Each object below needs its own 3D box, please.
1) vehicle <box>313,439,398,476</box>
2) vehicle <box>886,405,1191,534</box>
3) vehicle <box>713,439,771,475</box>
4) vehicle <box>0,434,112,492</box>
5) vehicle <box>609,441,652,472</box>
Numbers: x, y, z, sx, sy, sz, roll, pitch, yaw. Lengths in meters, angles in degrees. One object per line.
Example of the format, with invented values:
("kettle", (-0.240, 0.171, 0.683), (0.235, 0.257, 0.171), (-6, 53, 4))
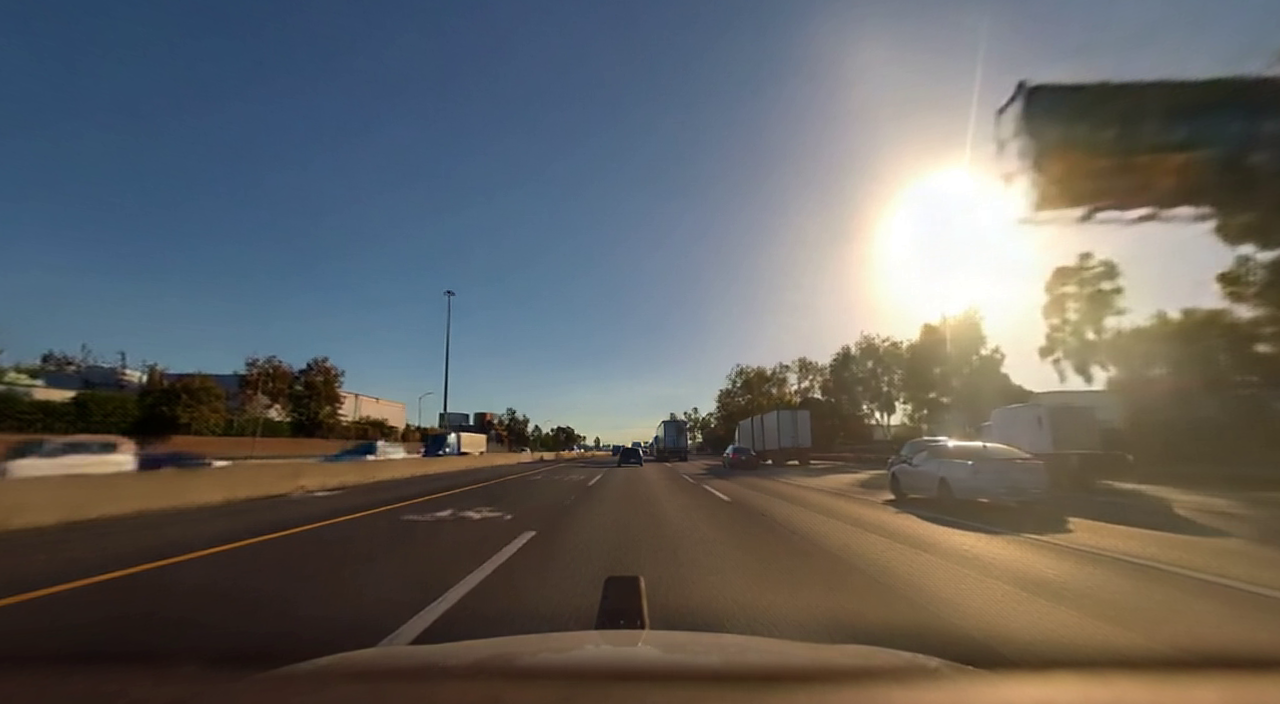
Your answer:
("vehicle", (-12.452, 4.662, 27.961), (1.841, 1.498, 4.055), (0, -9, 0))
("vehicle", (7.354, 2.272, 12.790), (2.369, 2.007, 5.700), (0, -9, -1))
("vehicle", (5.016, 5.245, 31.709), (2.154, 1.658, 4.347), (0, -9, 0))
("vehicle", (-20.230, 3.491, 19.984), (2.104, 1.695, 5.702), (0, -9, 0))
("vehicle", (-0.504, 5.699, 34.501), (2.163, 1.551, 4.180), (0, -9, 0))
